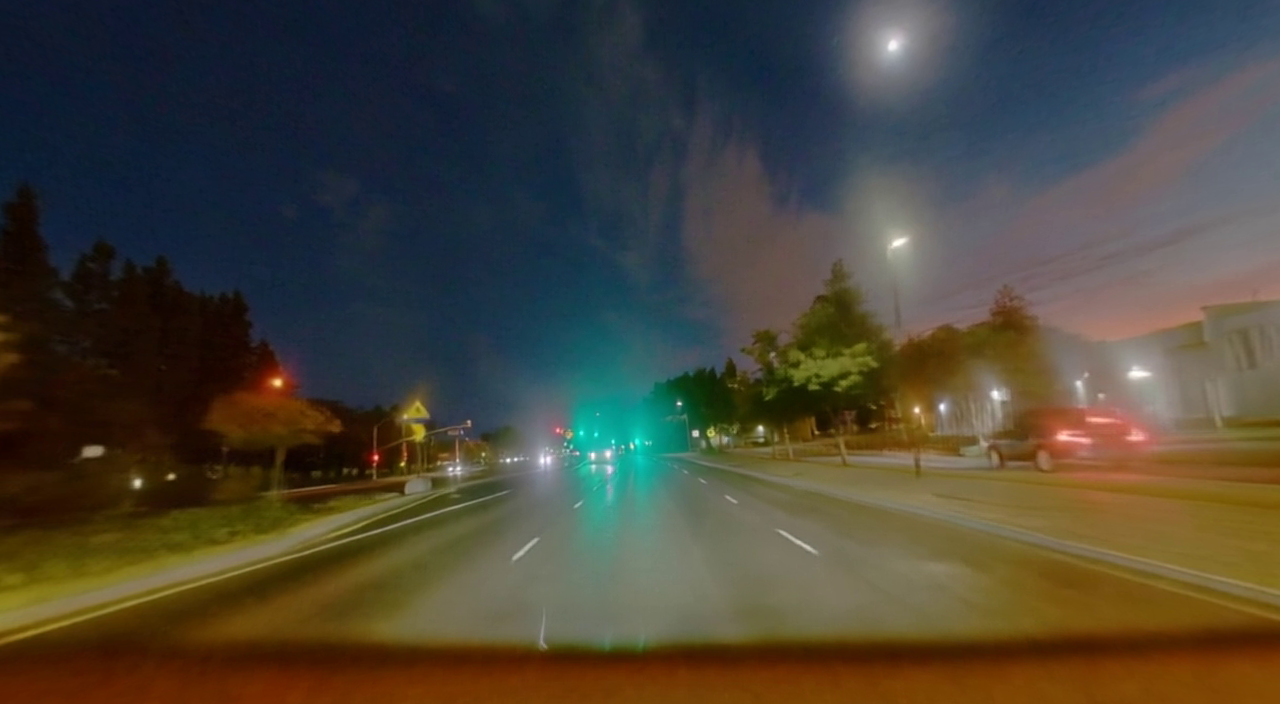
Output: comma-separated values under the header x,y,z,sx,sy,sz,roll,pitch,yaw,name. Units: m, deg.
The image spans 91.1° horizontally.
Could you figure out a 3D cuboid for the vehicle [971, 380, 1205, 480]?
x,y,z,sx,sy,sz,roll,pitch,yaw,name
10.650,1.982,15.542,2.244,1.866,4.603,-6,-9,0,vehicle
